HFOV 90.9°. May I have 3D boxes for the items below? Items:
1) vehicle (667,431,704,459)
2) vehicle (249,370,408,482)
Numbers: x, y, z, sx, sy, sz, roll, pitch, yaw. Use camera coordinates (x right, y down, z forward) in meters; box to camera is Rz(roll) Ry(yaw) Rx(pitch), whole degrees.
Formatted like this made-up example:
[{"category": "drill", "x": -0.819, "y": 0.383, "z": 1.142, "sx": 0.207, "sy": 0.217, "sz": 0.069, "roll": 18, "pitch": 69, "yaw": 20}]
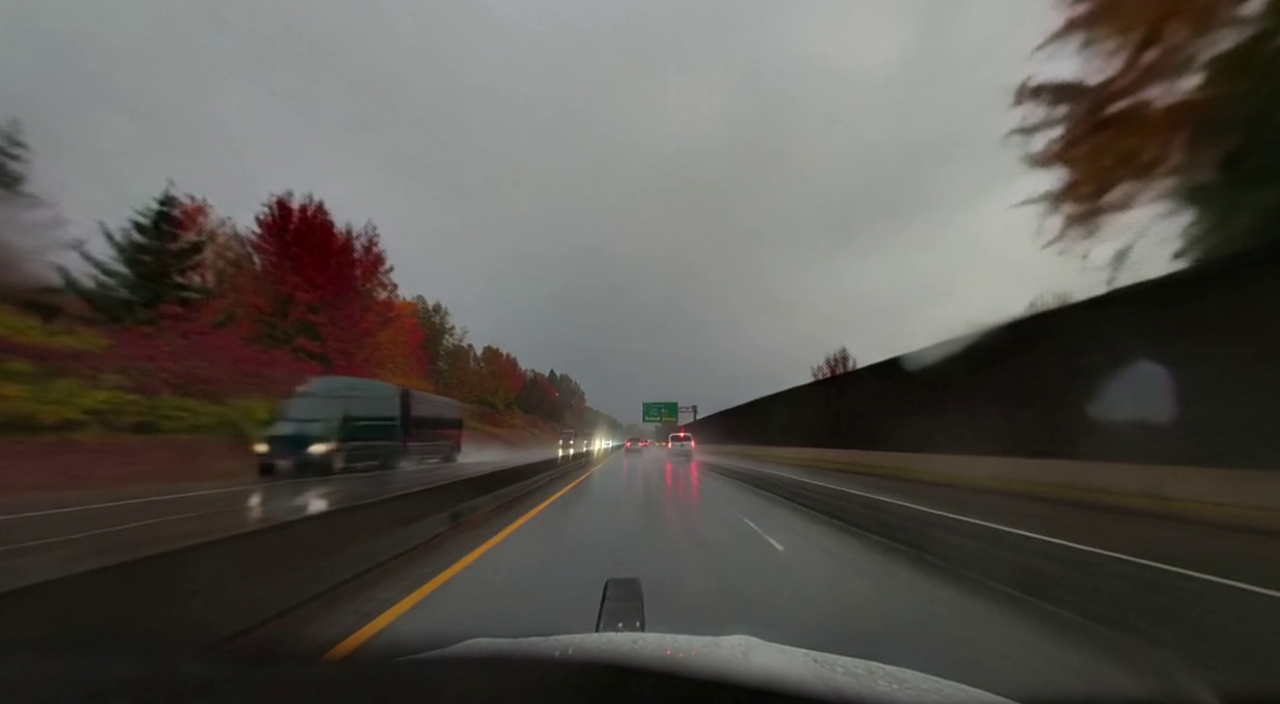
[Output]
[{"category": "vehicle", "x": 3.452, "y": 7.218, "z": 49.133, "sx": 2.393, "sy": 2.072, "sz": 4.958, "roll": 0, "pitch": -8, "yaw": -1}, {"category": "vehicle", "x": -12.282, "y": 3.059, "z": 25.699, "sx": 2.942, "sy": 3.946, "sz": 6.482, "roll": 0, "pitch": -8, "yaw": 1}]
